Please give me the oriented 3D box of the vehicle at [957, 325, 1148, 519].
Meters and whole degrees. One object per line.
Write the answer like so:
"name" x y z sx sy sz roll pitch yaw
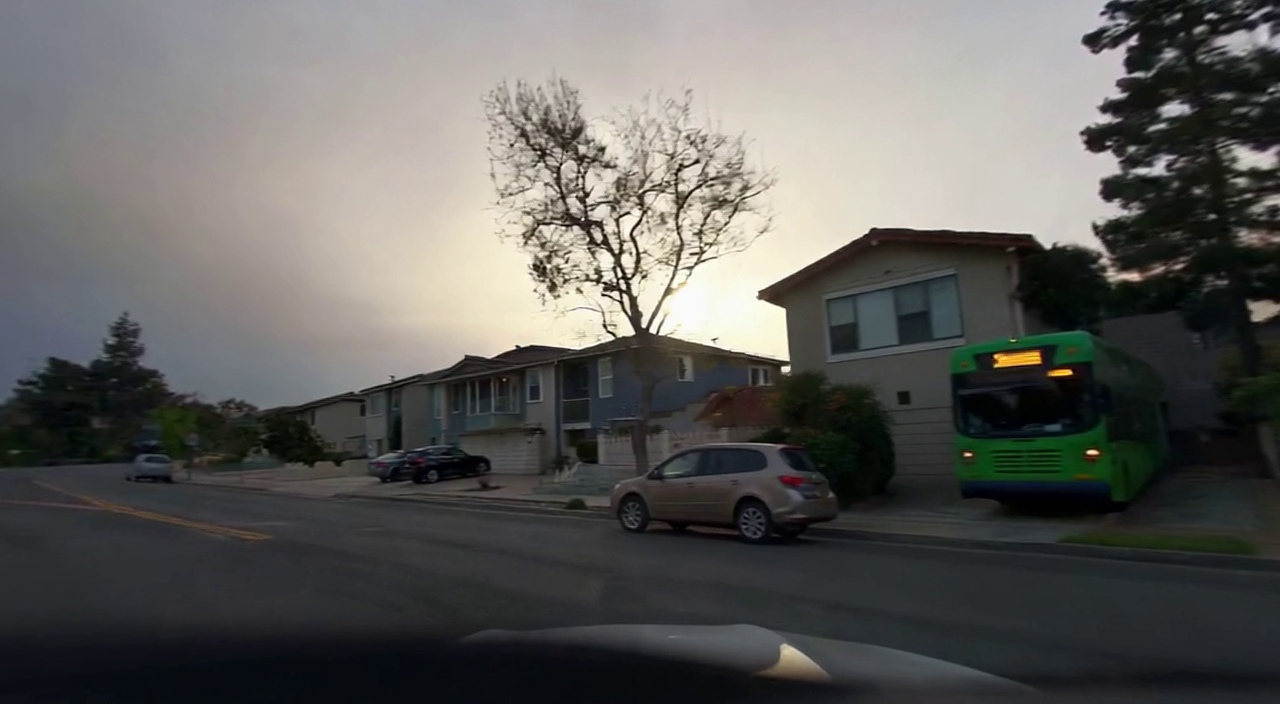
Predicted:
"vehicle" 8.526 1.472 12.712 2.312 2.921 6.300 -7 -11 39

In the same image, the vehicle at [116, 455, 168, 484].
"vehicle" -30.747 7.196 38.947 1.984 1.601 3.994 8 -12 -43

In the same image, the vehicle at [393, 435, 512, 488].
"vehicle" -7.723 4.476 26.345 1.920 1.873 4.431 -7 -9 39

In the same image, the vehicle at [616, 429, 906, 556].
"vehicle" 1.875 2.234 10.778 4.432 1.697 1.934 -7 -11 40
